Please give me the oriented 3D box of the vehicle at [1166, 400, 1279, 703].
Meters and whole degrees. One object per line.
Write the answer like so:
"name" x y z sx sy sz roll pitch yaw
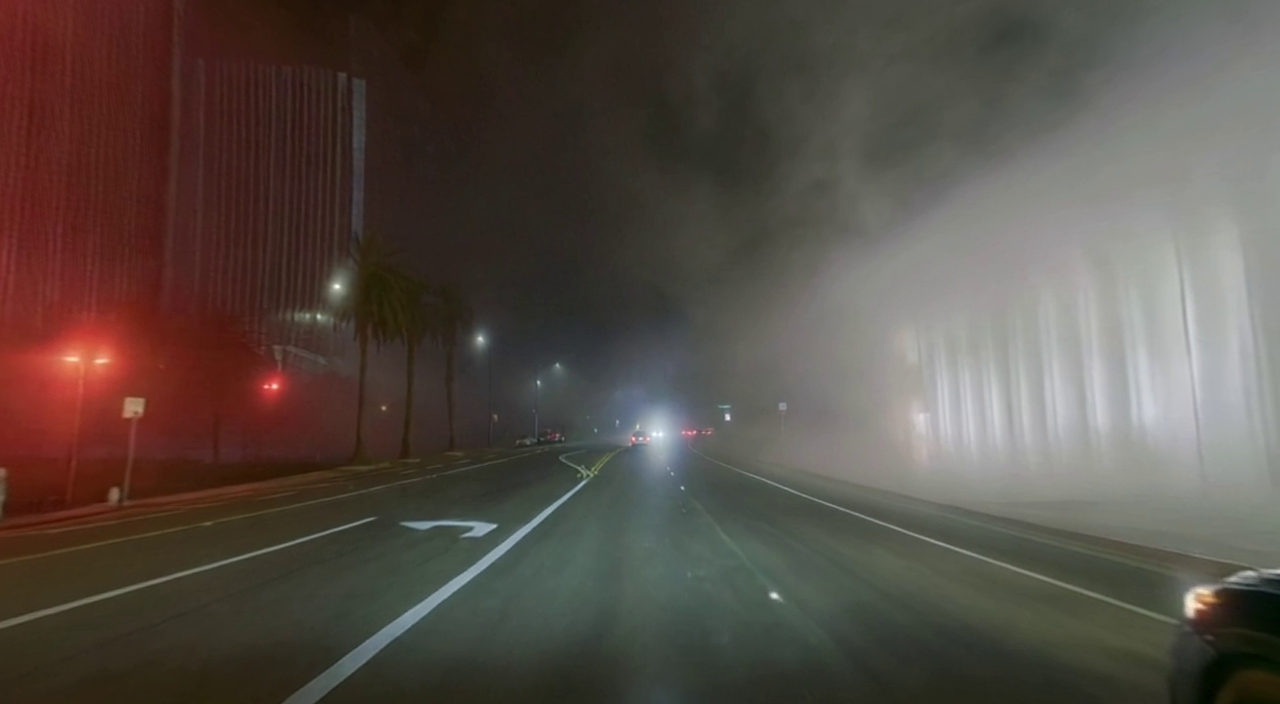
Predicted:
"vehicle" 3.223 0.641 0.330 1.990 1.476 4.491 0 -8 -1
